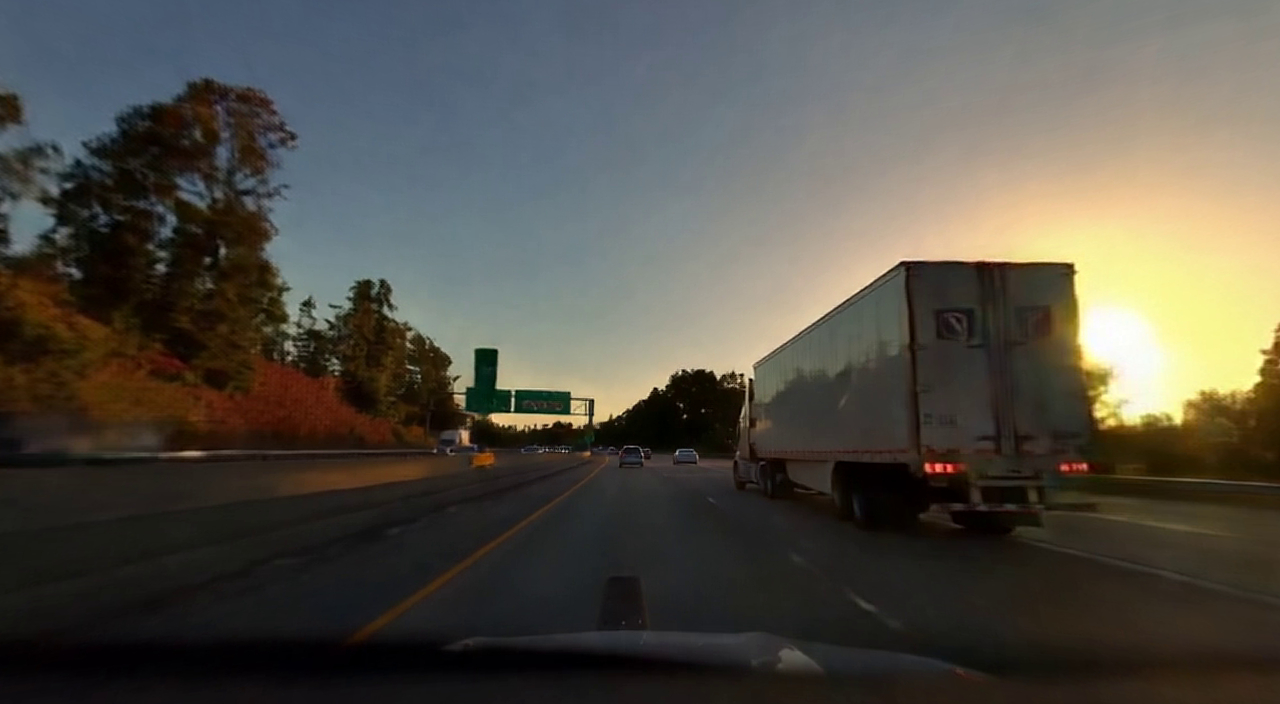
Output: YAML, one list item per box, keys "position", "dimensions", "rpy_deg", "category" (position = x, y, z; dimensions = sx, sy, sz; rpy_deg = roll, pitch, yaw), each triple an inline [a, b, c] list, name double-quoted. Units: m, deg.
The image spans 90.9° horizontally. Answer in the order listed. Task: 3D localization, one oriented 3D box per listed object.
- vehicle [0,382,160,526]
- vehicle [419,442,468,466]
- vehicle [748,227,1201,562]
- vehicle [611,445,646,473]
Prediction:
- position: [-7.904, 1.130, 6.942]
  dimensions: [2.029, 1.527, 4.006]
  rpy_deg: [0, -9, 0]
  category: "vehicle"
- position: [-12.337, 6.449, 39.842]
  dimensions: [1.786, 1.451, 4.104]
  rpy_deg: [0, -9, -1]
  category: "vehicle"
- position: [5.078, 1.514, 14.487]
  dimensions: [2.890, 4.006, 14.039]
  rpy_deg: [0, -9, 1]
  category: "vehicle"
- position: [-0.723, 6.698, 39.585]
  dimensions: [2.111, 1.599, 3.859]
  rpy_deg: [0, -9, -1]
  category: "vehicle"
